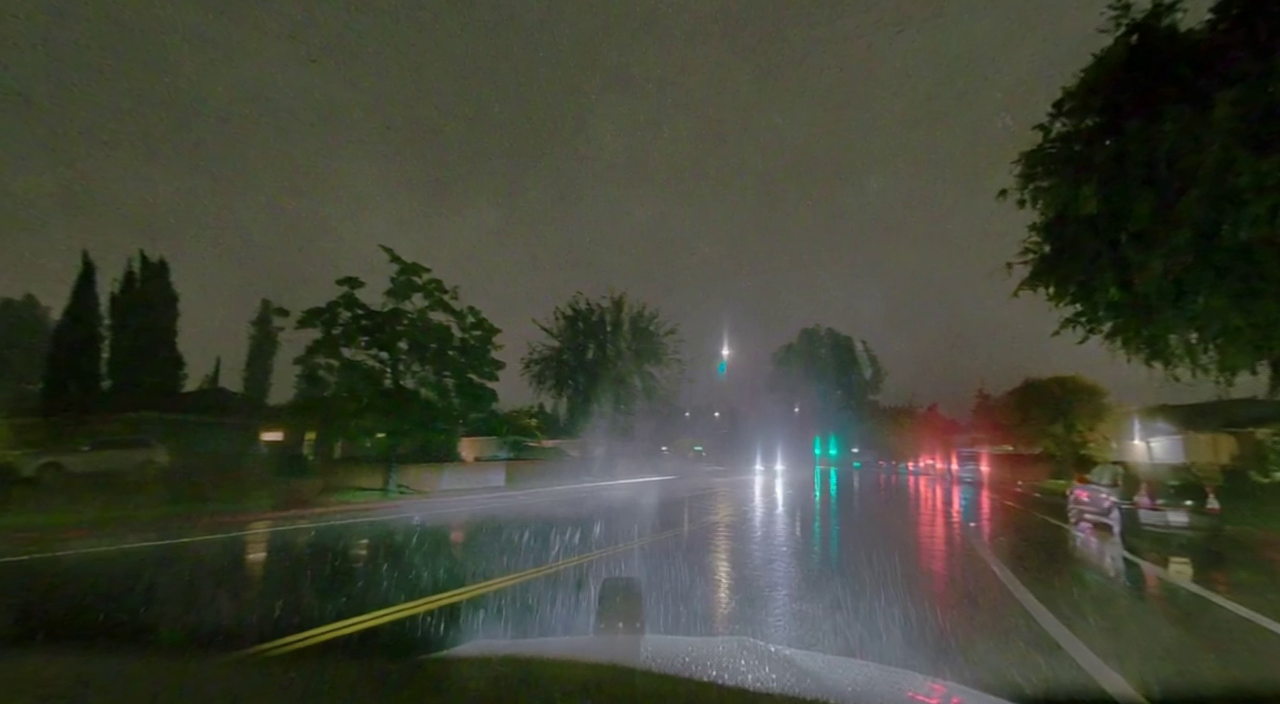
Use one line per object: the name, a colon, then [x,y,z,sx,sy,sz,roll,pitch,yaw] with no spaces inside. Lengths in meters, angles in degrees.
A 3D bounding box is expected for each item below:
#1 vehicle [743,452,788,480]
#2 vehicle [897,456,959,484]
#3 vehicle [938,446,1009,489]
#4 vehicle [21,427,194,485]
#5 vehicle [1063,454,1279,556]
vehicle: [7.632,6.832,38.116,2.058,1.551,4.247,-3,-9,18]
vehicle: [20.126,8.205,44.378,2.713,1.671,4.939,-1,-8,10]
vehicle: [17.994,6.196,34.364,2.305,2.111,4.965,-2,-9,15]
vehicle: [-19.150,3.829,23.110,2.024,1.848,4.797,0,-10,1]
vehicle: [10.193,2.842,12.513,2.080,1.543,4.294,-3,-9,22]
